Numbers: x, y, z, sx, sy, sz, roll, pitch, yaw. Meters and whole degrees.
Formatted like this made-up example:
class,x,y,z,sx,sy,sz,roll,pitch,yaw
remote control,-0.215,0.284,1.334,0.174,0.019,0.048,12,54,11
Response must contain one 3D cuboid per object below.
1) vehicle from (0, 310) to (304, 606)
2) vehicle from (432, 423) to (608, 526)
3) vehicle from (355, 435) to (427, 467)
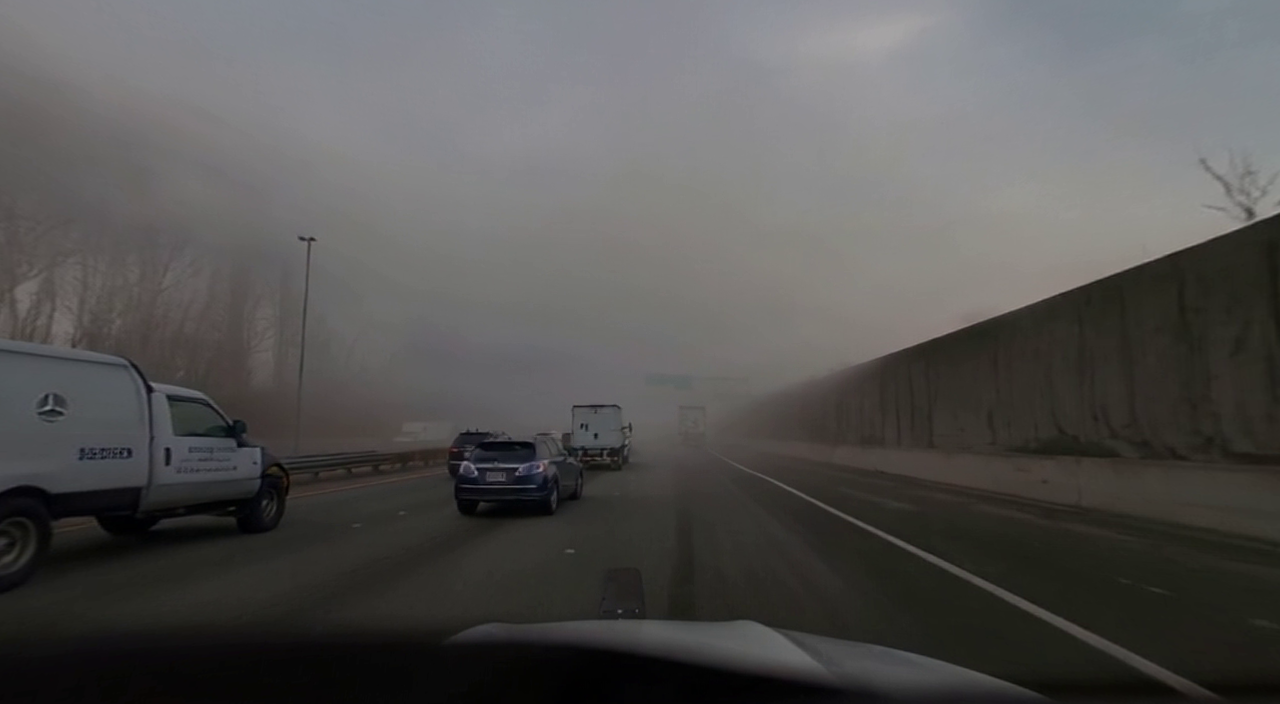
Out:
class,x,y,z,sx,sy,sz,roll,pitch,yaw
vehicle,-6.462,1.073,6.643,2.386,2.435,5.831,0,-8,2
vehicle,-1.880,2.073,11.348,2.089,1.485,4.153,-1,-8,4
vehicle,-13.204,5.264,33.631,1.891,1.586,4.248,-1,-8,3
